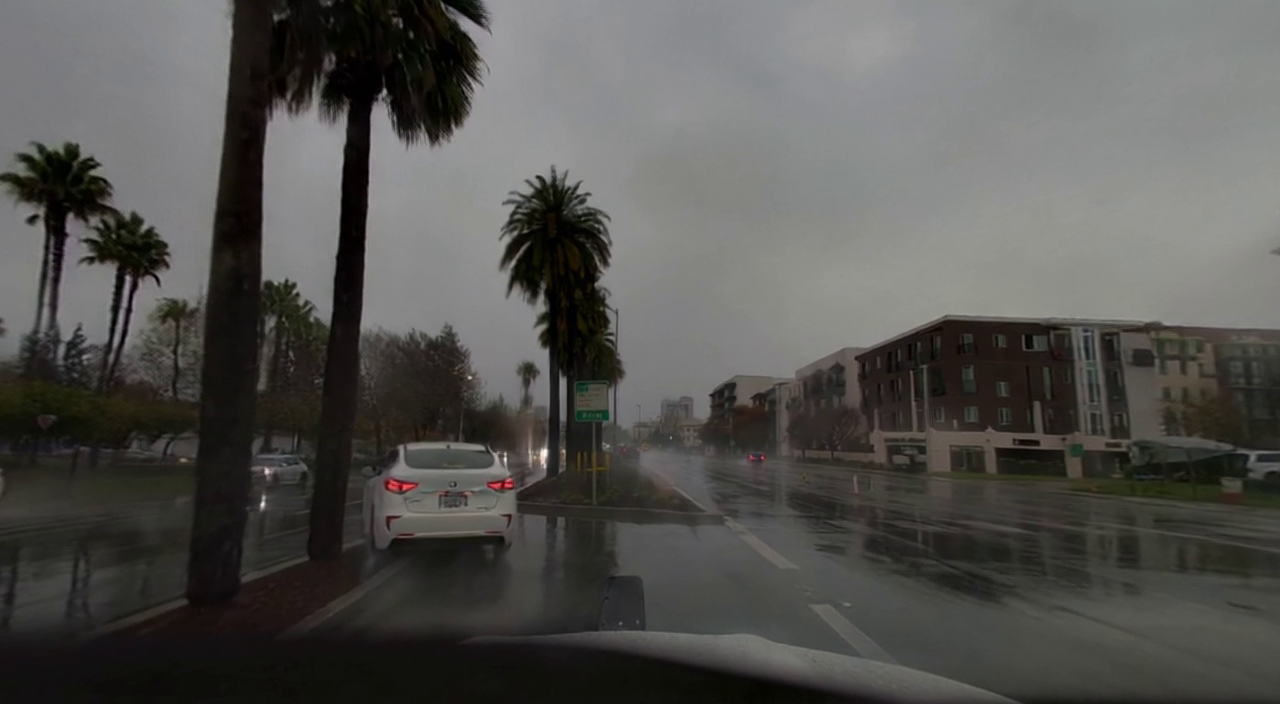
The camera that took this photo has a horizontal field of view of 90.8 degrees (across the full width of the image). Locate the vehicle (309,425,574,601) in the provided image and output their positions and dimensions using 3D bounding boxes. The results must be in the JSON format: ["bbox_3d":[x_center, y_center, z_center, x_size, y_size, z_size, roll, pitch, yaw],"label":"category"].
[{"bbox_3d":[-2.697,1.725,7.780,1.986,1.473,4.382,5,-10,-32],"label":"vehicle"}]

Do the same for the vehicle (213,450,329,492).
[{"bbox_3d":[-14.342,4.613,24.930,2.099,1.464,4.615,1,-9,-5],"label":"vehicle"}]
